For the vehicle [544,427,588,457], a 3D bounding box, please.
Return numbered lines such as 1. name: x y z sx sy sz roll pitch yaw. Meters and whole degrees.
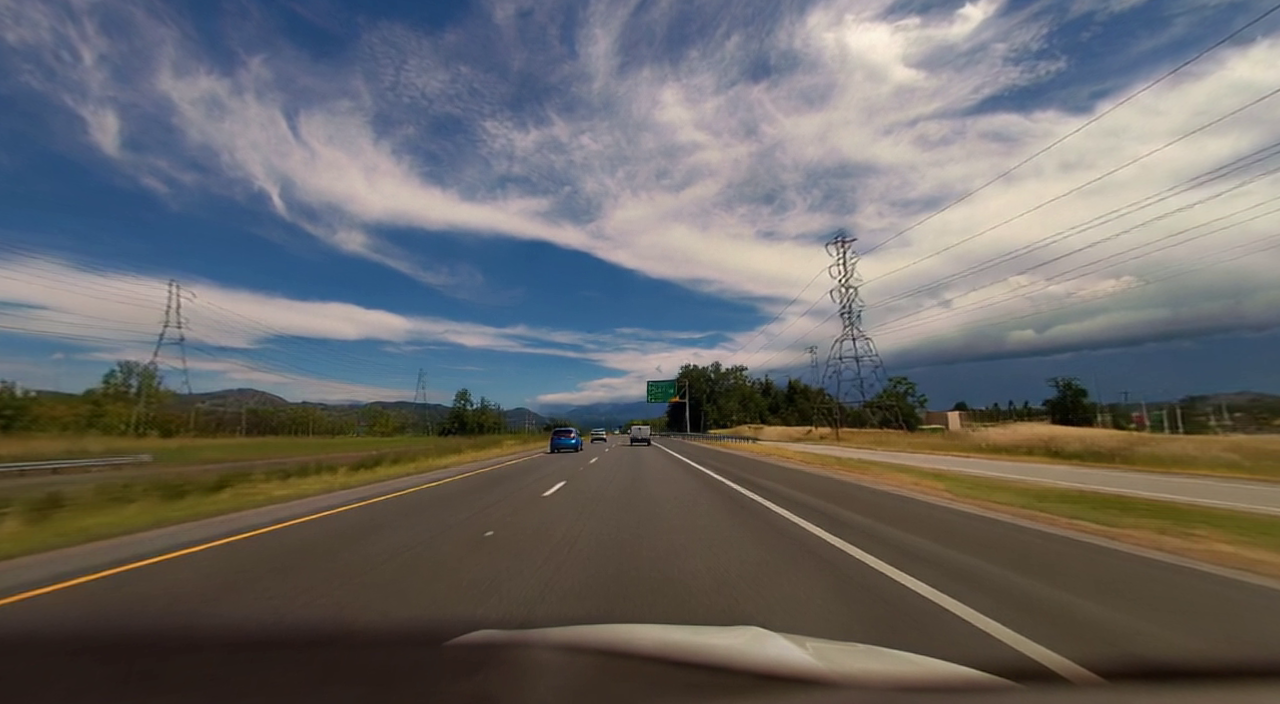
1. vehicle: -4.109 5.062 35.611 2.023 1.580 4.259 0 -8 -1
